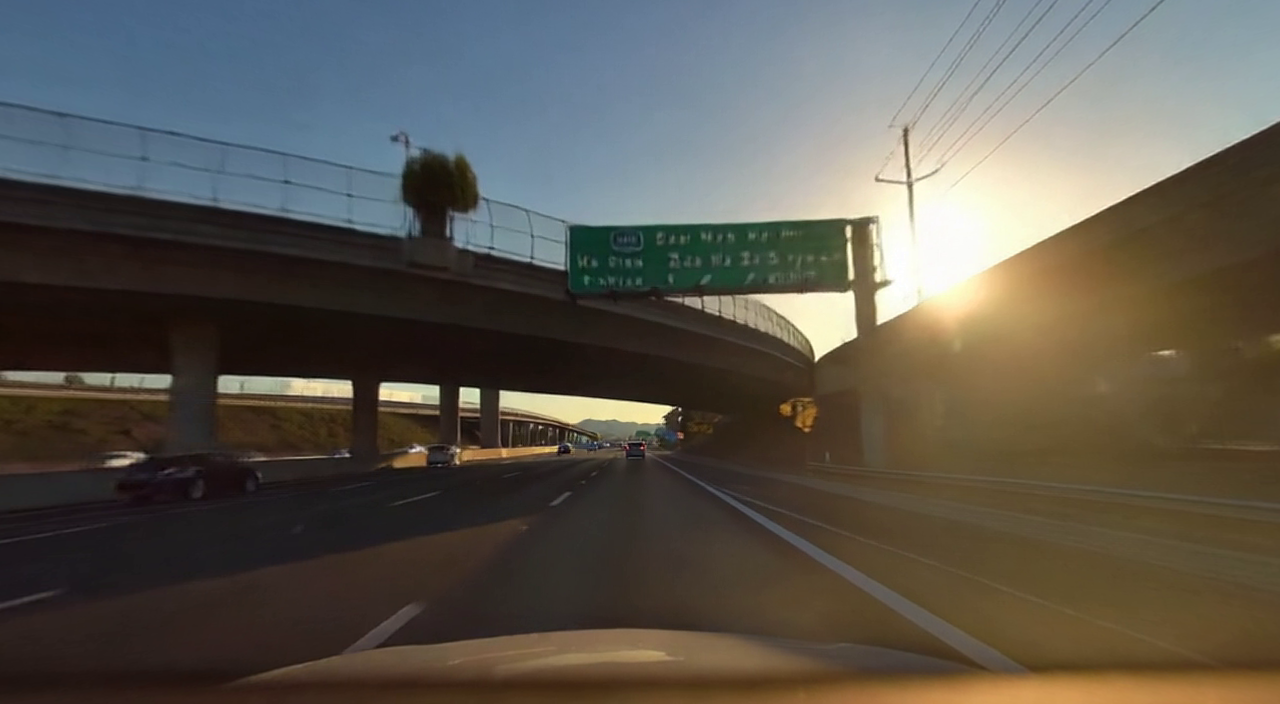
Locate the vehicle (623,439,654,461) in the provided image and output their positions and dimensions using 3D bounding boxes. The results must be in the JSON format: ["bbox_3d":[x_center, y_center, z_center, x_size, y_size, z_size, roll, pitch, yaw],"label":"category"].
[{"bbox_3d":[-0.124,7.015,45.273,2.086,1.472,4.168,0,-8,0],"label":"vehicle"}]

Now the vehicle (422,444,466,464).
[{"bbox_3d":[-14.860,7.744,48.228,1.969,1.486,4.395,0,-8,0],"label":"vehicle"}]
